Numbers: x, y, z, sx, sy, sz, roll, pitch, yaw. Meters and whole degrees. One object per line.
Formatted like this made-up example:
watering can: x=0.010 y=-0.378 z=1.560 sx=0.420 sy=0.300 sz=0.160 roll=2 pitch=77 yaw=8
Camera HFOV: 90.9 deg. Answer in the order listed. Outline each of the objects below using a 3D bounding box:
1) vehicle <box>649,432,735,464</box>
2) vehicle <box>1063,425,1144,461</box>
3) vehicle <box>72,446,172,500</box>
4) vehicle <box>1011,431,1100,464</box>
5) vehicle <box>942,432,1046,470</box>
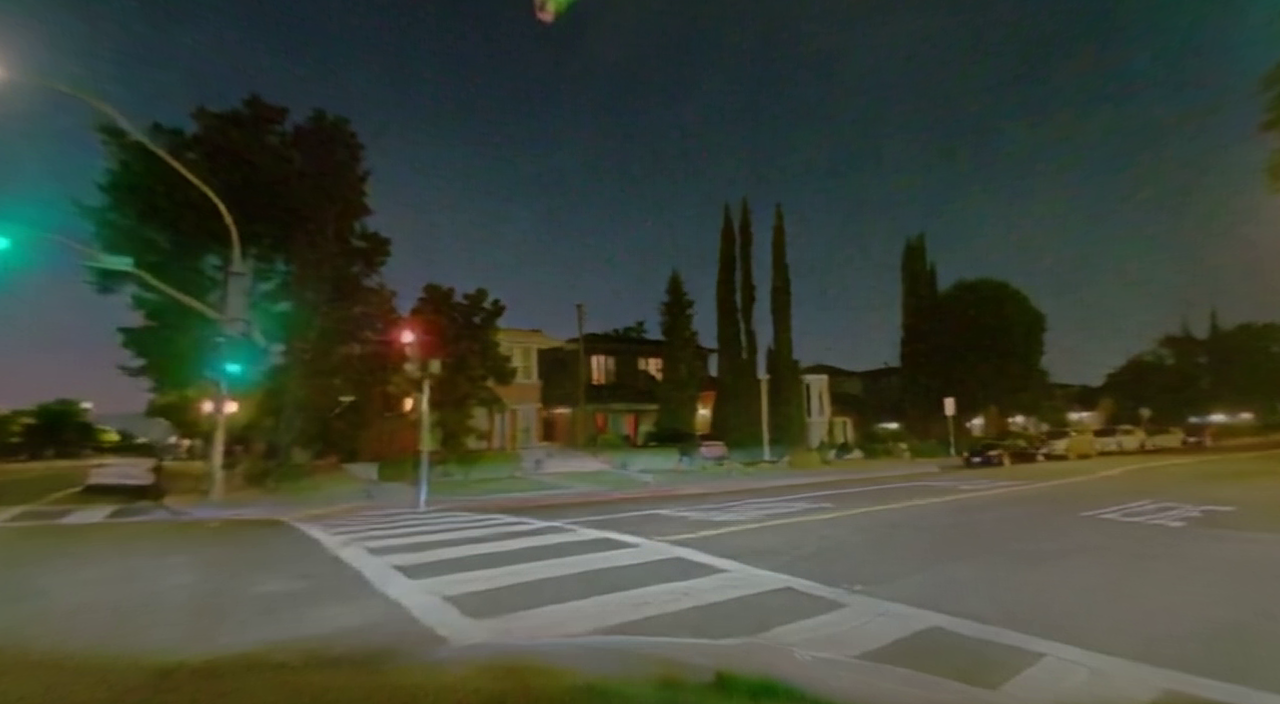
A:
vehicle: x=2.669 y=5.115 z=33.653 sx=2.028 sy=1.595 sz=4.554 roll=6 pitch=-11 yaw=-36
vehicle: x=24.889 y=4.894 z=33.805 sx=4.528 sy=1.755 sz=1.973 roll=6 pitch=-11 yaw=-35
vehicle: x=-16.402 y=3.794 z=20.190 sx=2.149 sy=1.507 sz=4.160 roll=6 pitch=-11 yaw=-36
vehicle: x=20.007 y=4.606 z=30.305 sx=4.518 sy=1.477 sz=1.948 roll=6 pitch=-12 yaw=-36
vehicle: x=15.030 y=4.190 z=26.700 sx=4.671 sy=1.470 sz=1.963 roll=6 pitch=-12 yaw=-36
